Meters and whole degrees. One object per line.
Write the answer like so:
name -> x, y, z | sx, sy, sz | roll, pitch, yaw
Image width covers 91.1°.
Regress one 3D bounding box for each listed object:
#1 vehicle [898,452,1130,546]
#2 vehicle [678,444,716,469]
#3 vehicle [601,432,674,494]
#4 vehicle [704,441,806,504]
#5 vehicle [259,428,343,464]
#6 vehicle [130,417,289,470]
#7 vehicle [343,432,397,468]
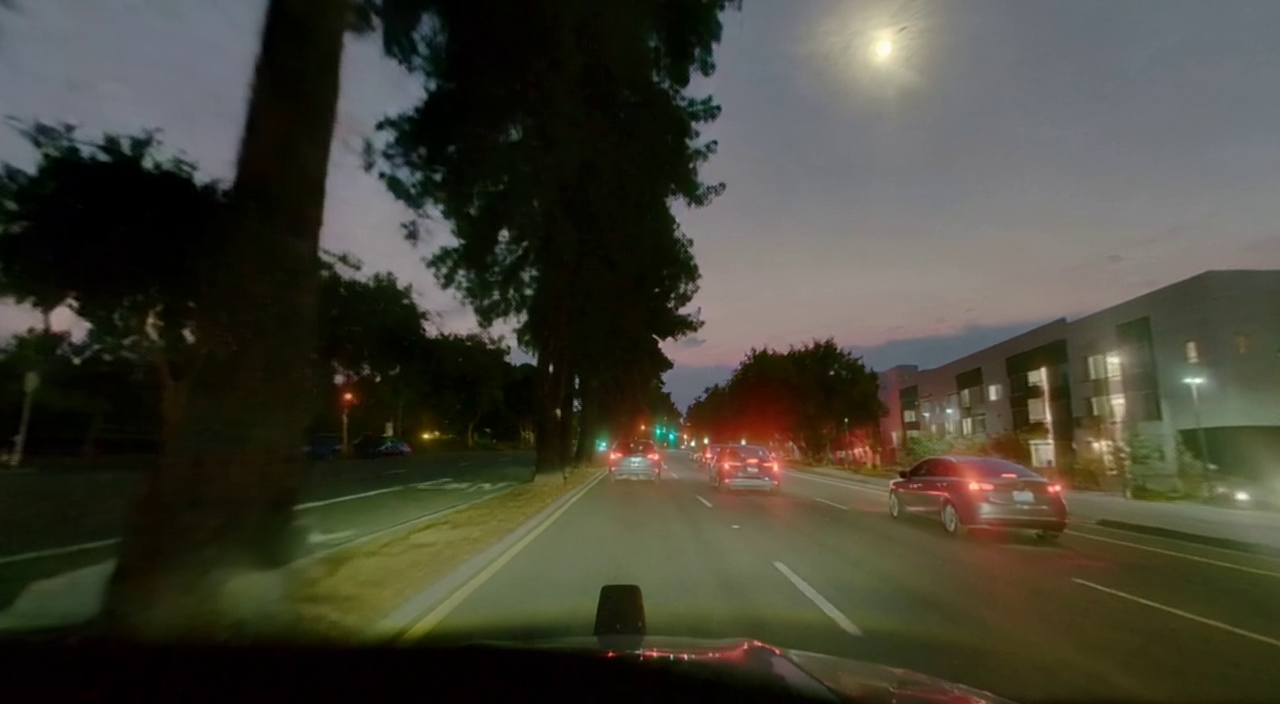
vehicle -> 7.030, 2.762, 12.480 | 1.944, 1.458, 4.268 | 0, -8, -1
vehicle -> 3.602, 6.693, 40.422 | 2.012, 1.462, 4.163 | 0, -8, -1
vehicle -> -0.056, 3.370, 19.413 | 2.008, 1.674, 4.239 | 0, -8, 0
vehicle -> 2.968, 3.202, 17.178 | 1.932, 1.510, 4.168 | 0, -8, -1
vehicle -> -18.567, 5.190, 34.646 | 1.915, 1.824, 4.760 | 0, -8, 1
vehicle -> -18.748, 4.077, 27.955 | 2.226, 2.019, 6.809 | 0, -8, 0
vehicle -> -13.218, 4.808, 30.905 | 2.161, 1.642, 4.587 | 3, -9, -21
